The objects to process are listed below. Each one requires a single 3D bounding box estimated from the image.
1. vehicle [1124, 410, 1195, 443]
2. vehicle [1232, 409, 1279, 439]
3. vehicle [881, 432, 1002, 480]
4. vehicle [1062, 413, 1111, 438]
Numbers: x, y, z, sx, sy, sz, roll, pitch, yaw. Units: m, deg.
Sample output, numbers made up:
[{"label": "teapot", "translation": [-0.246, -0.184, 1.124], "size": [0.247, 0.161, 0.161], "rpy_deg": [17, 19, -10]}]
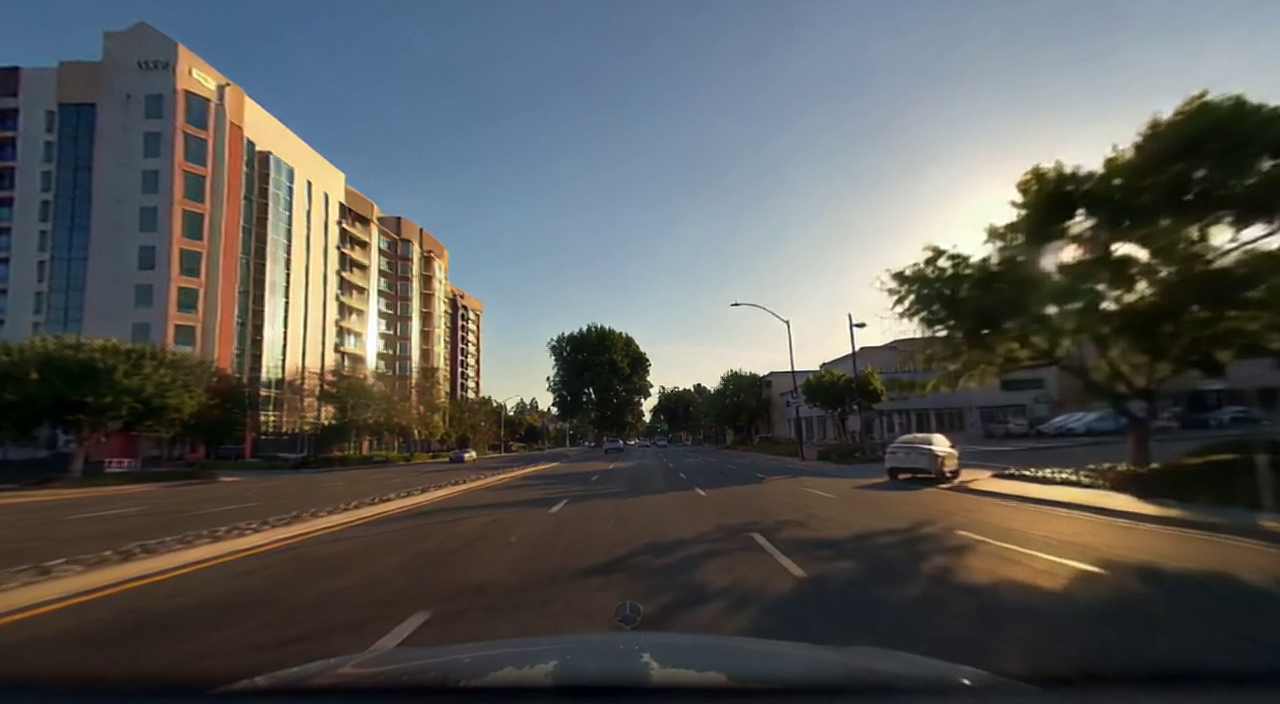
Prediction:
[{"label": "vehicle", "translation": [27.953, 4.089, 33.941], "size": [2.042, 1.690, 4.562], "rpy_deg": [-5, -9, 29]}, {"label": "vehicle", "translation": [33.597, 3.876, 33.341], "size": [1.916, 1.491, 4.491], "rpy_deg": [-4, -9, 28]}, {"label": "vehicle", "translation": [11.829, 4.000, 24.507], "size": [5.061, 1.696, 2.129], "rpy_deg": [6, -10, -37]}, {"label": "vehicle", "translation": [28.368, 4.716, 39.998], "size": [1.797, 1.498, 4.412], "rpy_deg": [-3, -9, 26]}]
